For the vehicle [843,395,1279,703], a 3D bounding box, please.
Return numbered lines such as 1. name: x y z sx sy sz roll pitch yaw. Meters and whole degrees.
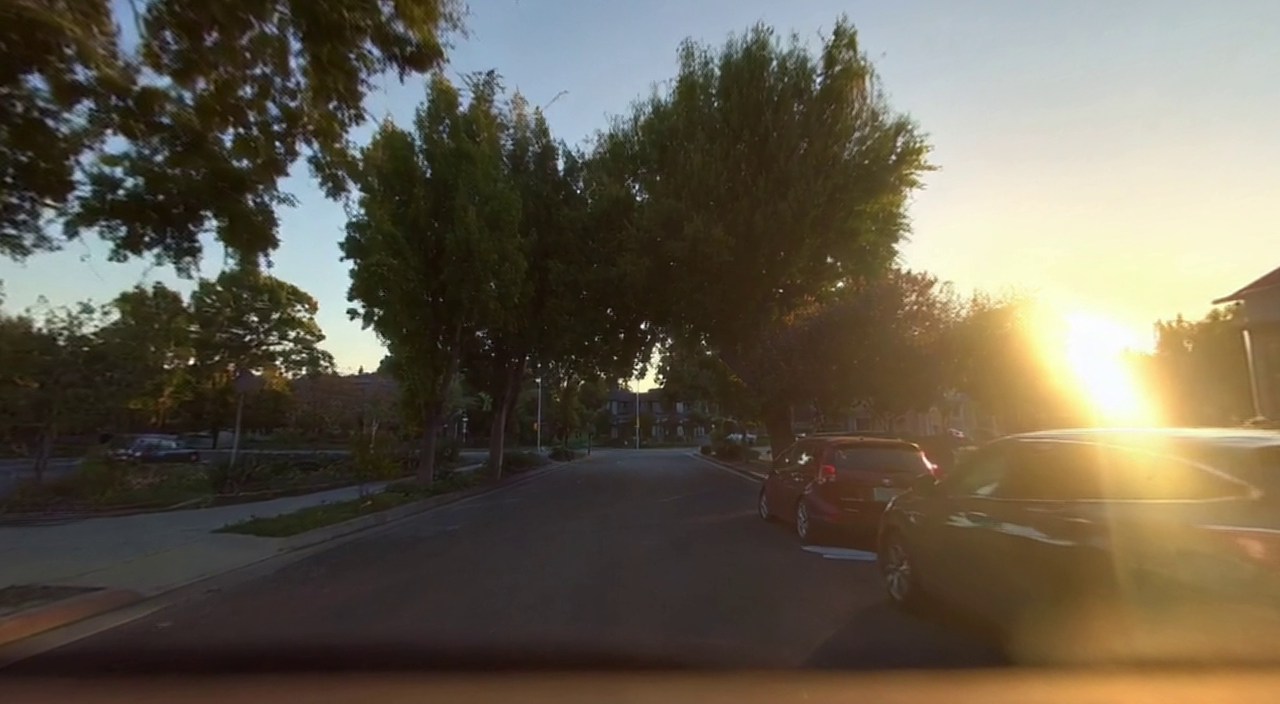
1. vehicle: 3.068 1.202 4.018 2.064 1.532 4.596 0 -8 1
